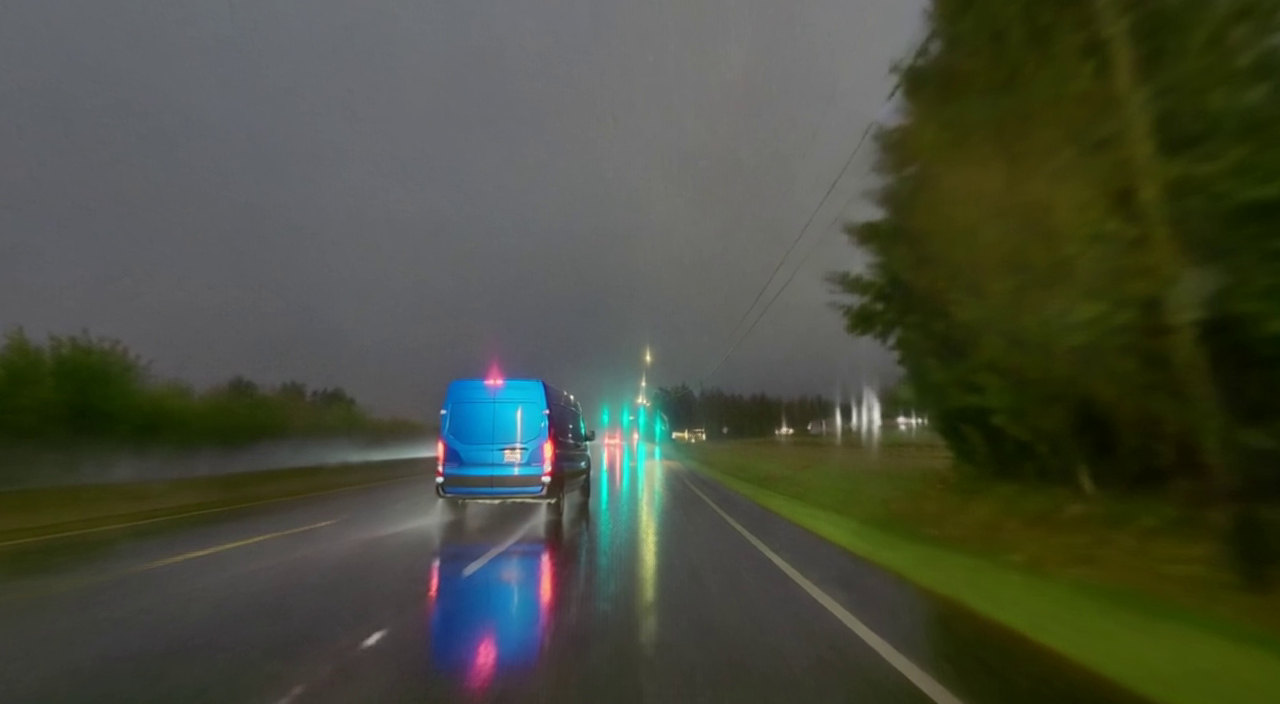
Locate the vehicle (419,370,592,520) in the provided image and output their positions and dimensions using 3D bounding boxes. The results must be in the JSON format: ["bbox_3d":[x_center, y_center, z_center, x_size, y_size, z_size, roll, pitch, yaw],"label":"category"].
[{"bbox_3d":[-2.593,2.061,14.150,2.497,2.628,6.016,0,-8,0],"label":"vehicle"}]
